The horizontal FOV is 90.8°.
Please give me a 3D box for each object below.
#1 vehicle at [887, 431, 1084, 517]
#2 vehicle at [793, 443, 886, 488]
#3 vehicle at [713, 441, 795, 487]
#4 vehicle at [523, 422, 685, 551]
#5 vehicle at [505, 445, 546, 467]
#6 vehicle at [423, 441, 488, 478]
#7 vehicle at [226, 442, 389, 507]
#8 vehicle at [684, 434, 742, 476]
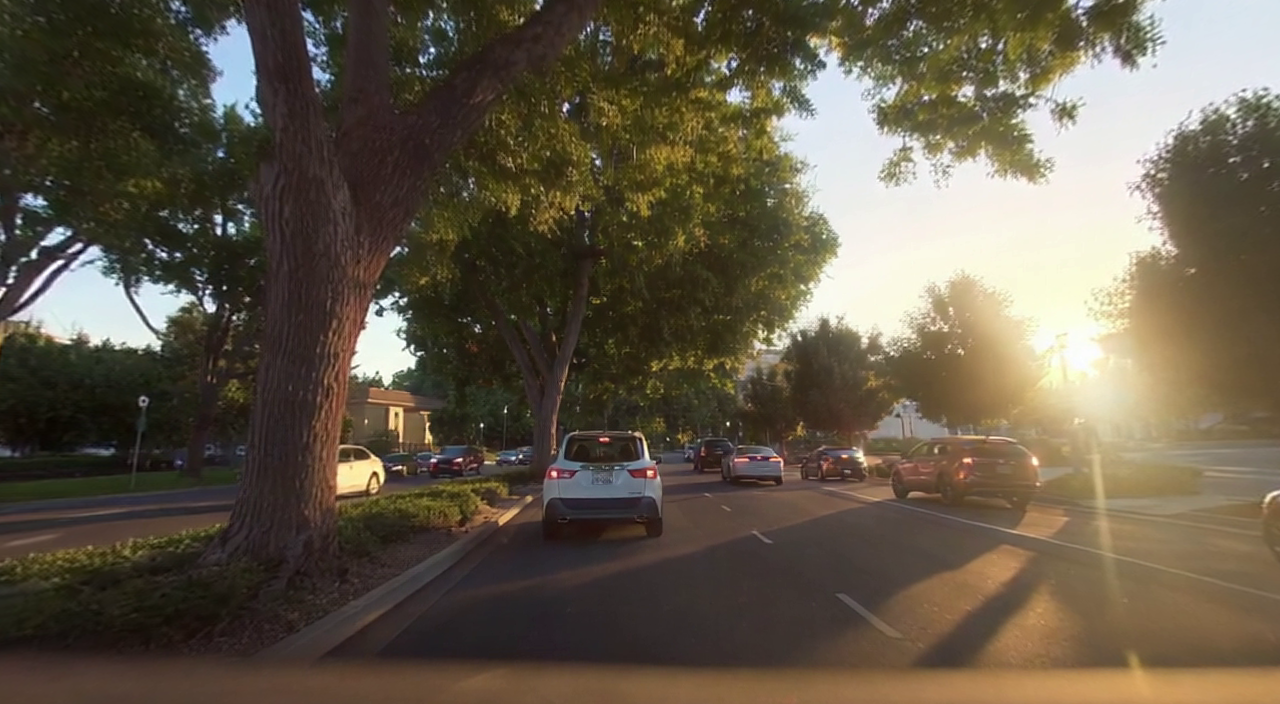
[{"bbox_3d":[7.757,2.754,14.813,2.168,1.709,4.289,0,-8,0],"label":"vehicle"},{"bbox_3d":[7.195,4.104,23.287,1.977,1.485,4.308,0,-8,0],"label":"vehicle"},{"bbox_3d":[3.953,3.963,22.692,2.175,1.477,4.520,0,-8,1],"label":"vehicle"},{"bbox_3d":[-0.549,2.030,10.157,2.106,1.655,3.717,0,-8,-3],"label":"vehicle"},{"bbox_3d":[-8.233,7.537,45.987,2.039,1.466,4.553,0,-8,1],"label":"vehicle"},{"bbox_3d":[-8.882,5.186,30.759,1.920,1.663,4.036,0,-8,1],"label":"vehicle"},{"bbox_3d":[-8.804,3.252,17.320,1.938,1.513,4.593,0,-8,0],"label":"vehicle"},{"bbox_3d":[3.409,4.901,30.408,2.114,1.846,4.659,0,-8,-1],"label":"vehicle"}]
